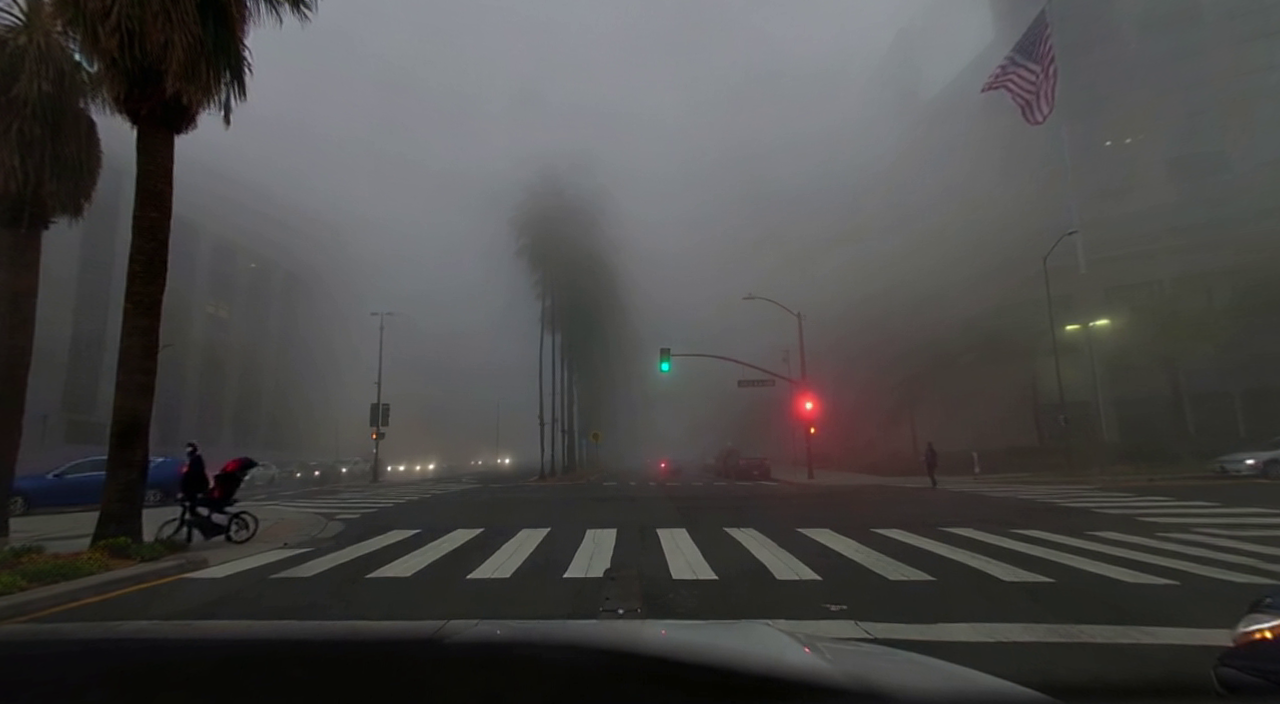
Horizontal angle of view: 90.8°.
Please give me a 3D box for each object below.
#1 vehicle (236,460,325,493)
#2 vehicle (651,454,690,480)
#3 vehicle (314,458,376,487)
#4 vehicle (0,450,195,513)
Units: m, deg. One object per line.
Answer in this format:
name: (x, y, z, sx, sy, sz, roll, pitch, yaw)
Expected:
vehicle: (-19.934, 6.907, 35.326, 2.069, 1.540, 4.774, 0, -8, 1)
vehicle: (1.956, 7.515, 41.590, 2.000, 1.525, 4.273, 0, -8, -5)
vehicle: (-20.113, 8.227, 43.351, 2.043, 1.745, 4.420, 0, -9, 1)
vehicle: (-15.744, 3.658, 18.231, 4.499, 1.594, 1.898, 5, -10, -31)
